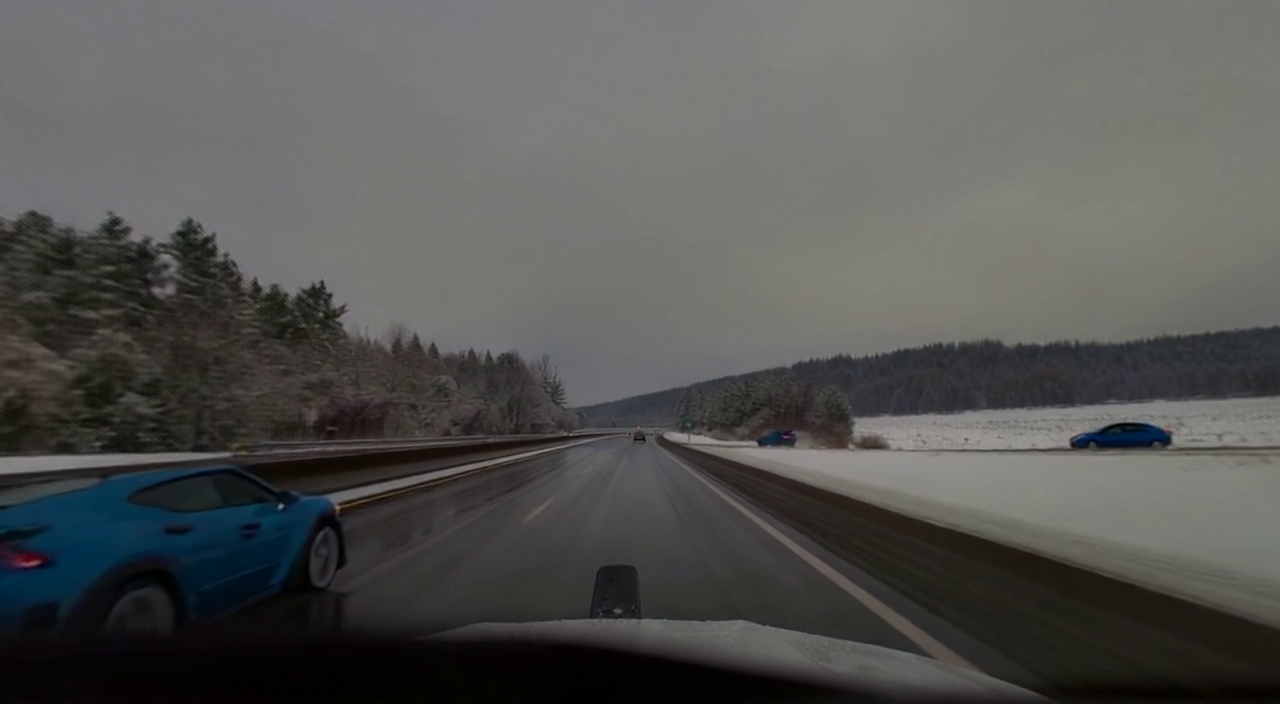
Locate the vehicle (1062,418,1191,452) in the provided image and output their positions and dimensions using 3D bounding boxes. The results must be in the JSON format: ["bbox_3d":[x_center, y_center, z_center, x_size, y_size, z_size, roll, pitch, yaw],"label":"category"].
[{"bbox_3d":[23.173,3.997,30.092,1.992,1.486,4.406,6,-10,-37],"label":"vehicle"}]
